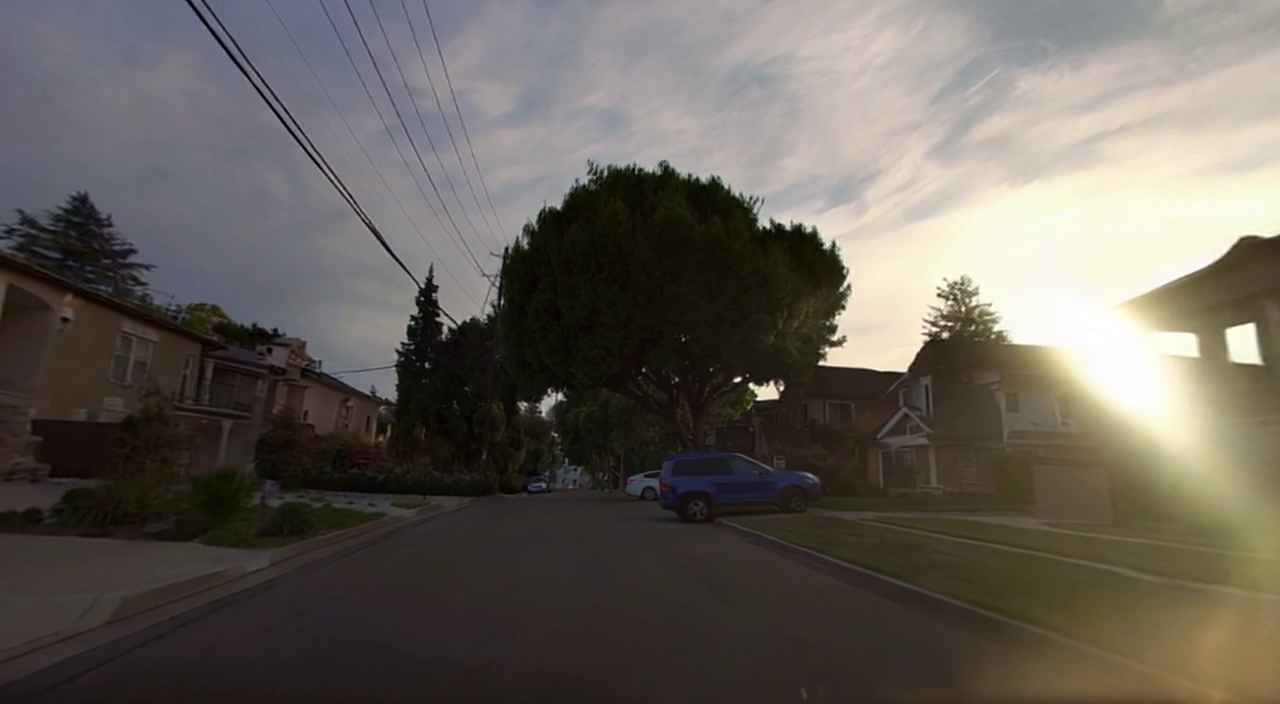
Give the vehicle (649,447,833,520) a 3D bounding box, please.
[{"bbox_3d":[2.563,3.410,16.748,4.413,1.728,1.869,1,-9,-8],"label":"vehicle"}]
